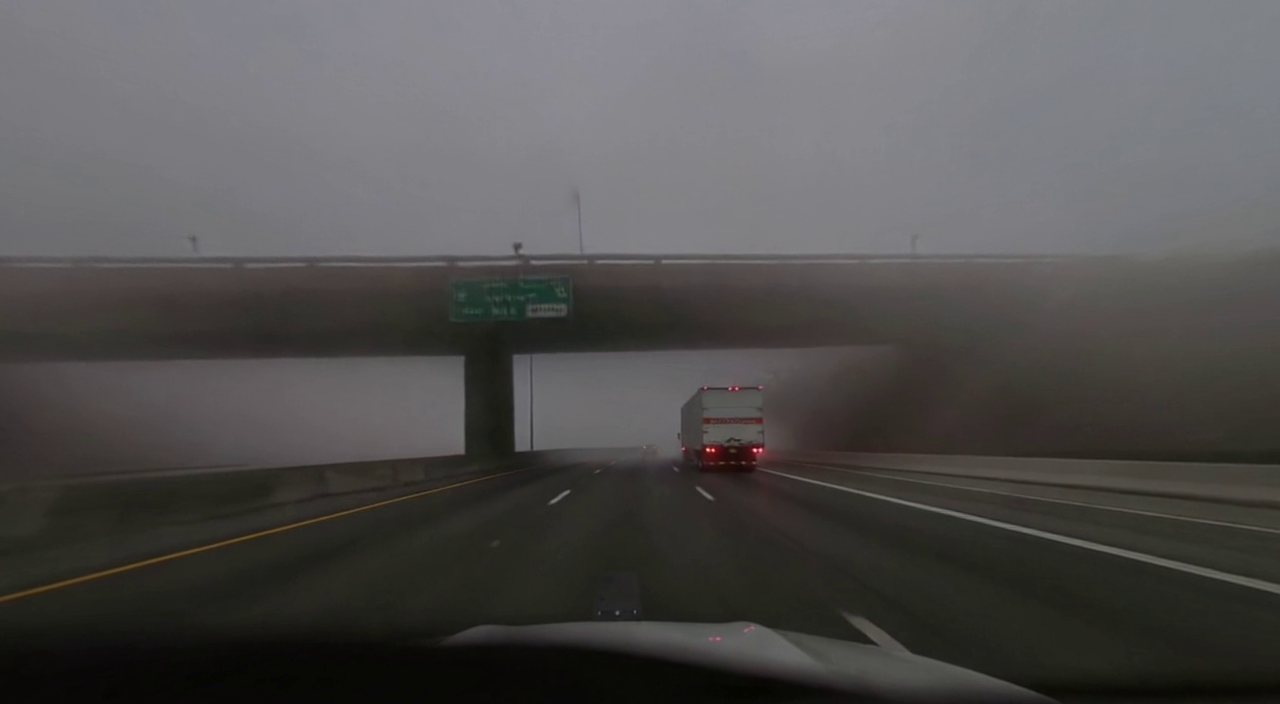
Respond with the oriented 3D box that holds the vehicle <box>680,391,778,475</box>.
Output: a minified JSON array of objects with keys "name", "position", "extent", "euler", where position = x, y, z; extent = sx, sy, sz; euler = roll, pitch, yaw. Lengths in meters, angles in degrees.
[{"name":"vehicle","position":[4.144,4.246,32.703],"extent":[3.306,3.531,11.717],"euler":[-1,-8,0]}]
